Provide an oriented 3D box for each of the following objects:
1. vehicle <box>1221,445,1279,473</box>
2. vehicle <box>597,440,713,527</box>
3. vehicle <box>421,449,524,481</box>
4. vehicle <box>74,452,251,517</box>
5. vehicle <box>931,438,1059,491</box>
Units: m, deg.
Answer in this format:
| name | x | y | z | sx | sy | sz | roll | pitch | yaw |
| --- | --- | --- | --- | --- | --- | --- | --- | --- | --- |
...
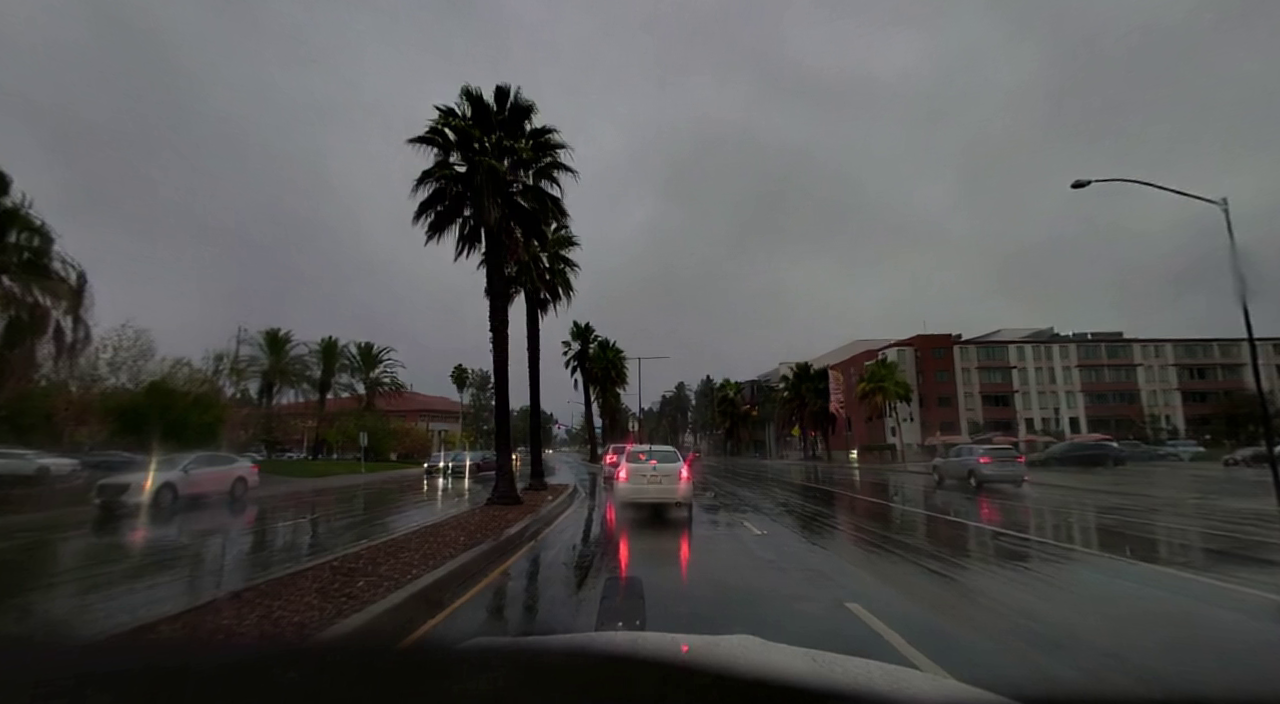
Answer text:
| name | x | y | z | sx | sy | sz | roll | pitch | yaw |
| --- | --- | --- | --- | --- | --- | --- | --- | --- | --- |
| vehicle | 38.041 | 6.518 | 38.589 | 4.418 | 1.616 | 1.929 | 3 | -9 | -23 |
| vehicle | 0.251 | 2.585 | 13.055 | 1.986 | 1.473 | 4.382 | 0 | -9 | 0 |
| vehicle | -8.284 | 5.544 | 31.301 | 4.585 | 1.479 | 2.088 | -4 | -9 | 23 |
| vehicle | -13.665 | 3.753 | 18.489 | 1.858 | 1.604 | 4.331 | 0 | -8 | -1 |
| vehicle | 13.589 | 4.314 | 24.647 | 2.131 | 1.832 | 5.203 | 0 | -9 | 3 |
